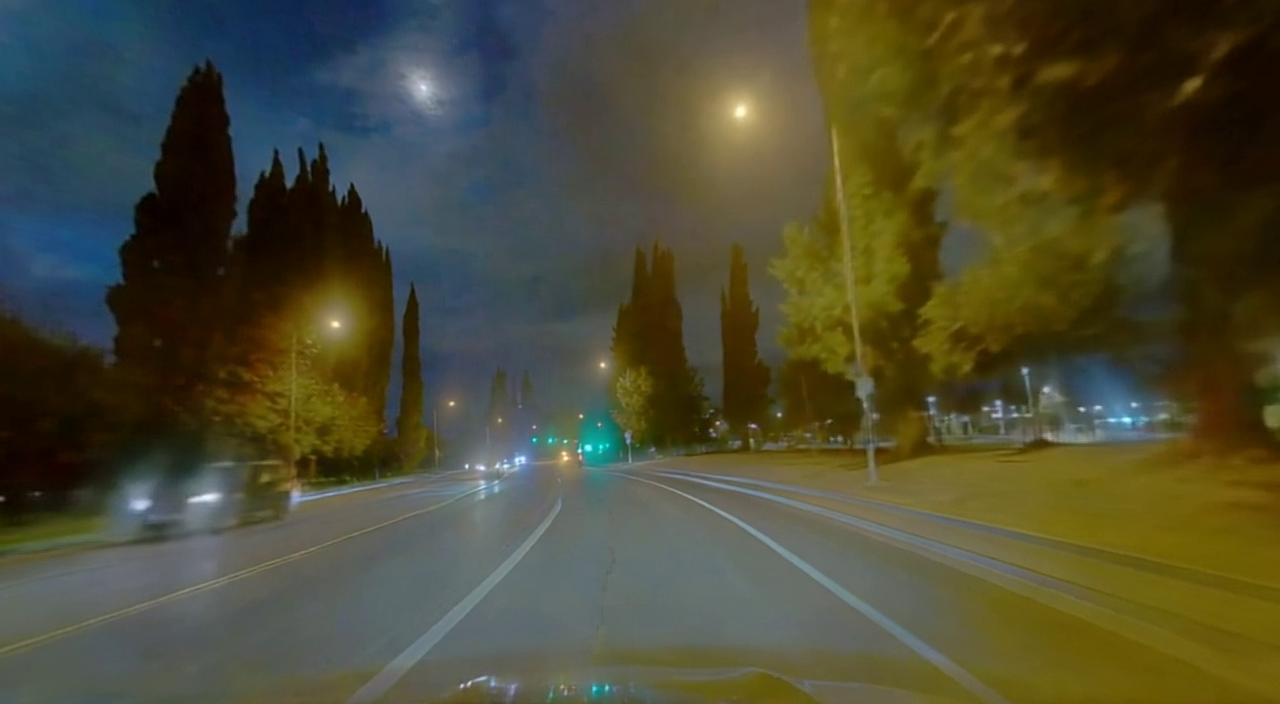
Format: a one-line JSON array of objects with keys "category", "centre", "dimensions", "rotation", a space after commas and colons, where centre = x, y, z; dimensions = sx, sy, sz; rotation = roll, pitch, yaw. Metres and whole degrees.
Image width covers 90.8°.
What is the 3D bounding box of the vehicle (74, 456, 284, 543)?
[{"category": "vehicle", "centre": [-11.546, 3.659, 16.403], "dimensions": [2.150, 1.754, 4.667], "rotation": [0, -8, -4]}]
